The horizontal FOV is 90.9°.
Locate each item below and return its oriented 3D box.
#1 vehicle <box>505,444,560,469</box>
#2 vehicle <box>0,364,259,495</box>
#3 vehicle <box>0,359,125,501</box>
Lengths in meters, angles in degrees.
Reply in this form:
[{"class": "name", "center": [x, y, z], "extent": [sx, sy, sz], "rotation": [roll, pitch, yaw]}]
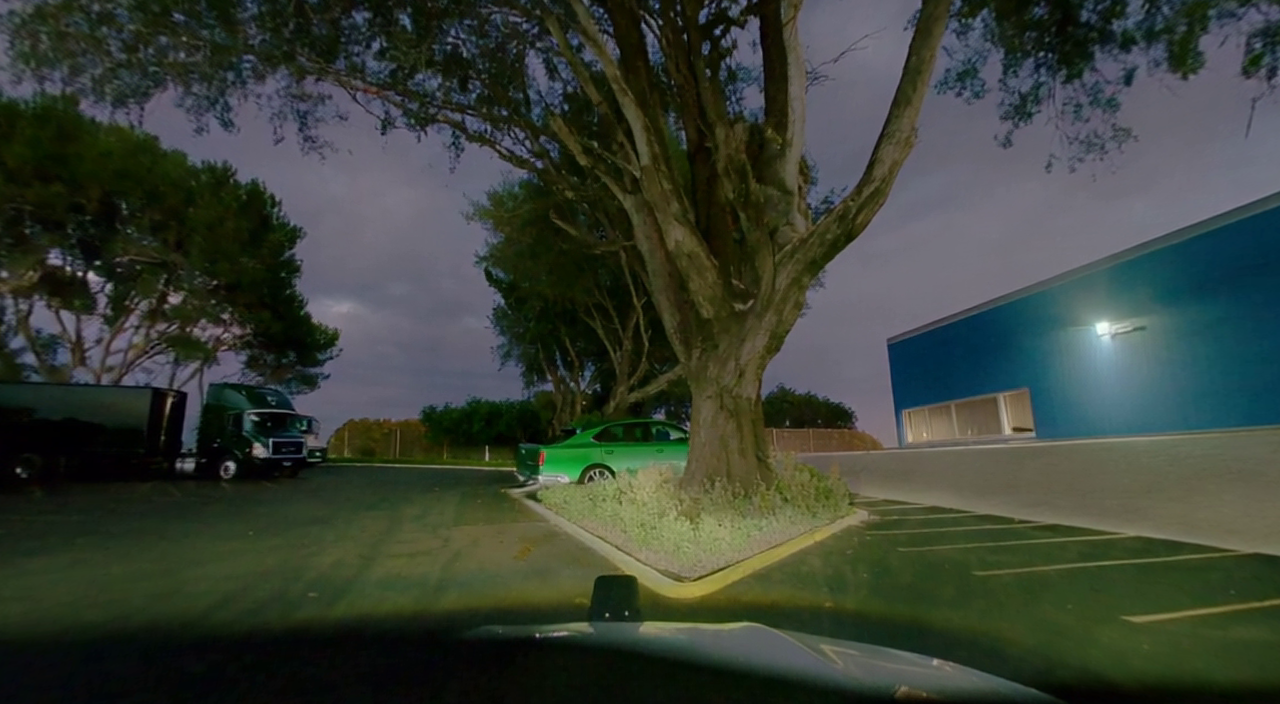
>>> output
[{"class": "vehicle", "center": [-6.775, 6.636, 40.199], "extent": [1.809, 1.506, 3.473], "rotation": [-4, -10, 24]}, {"class": "vehicle", "center": [-19.631, 3.064, 23.834], "extent": [11.906, 4.069, 2.948], "rotation": [-5, -10, 28]}, {"class": "vehicle", "center": [-21.988, 2.744, 21.063], "extent": [11.512, 3.871, 3.038], "rotation": [-5, -10, 29]}]
